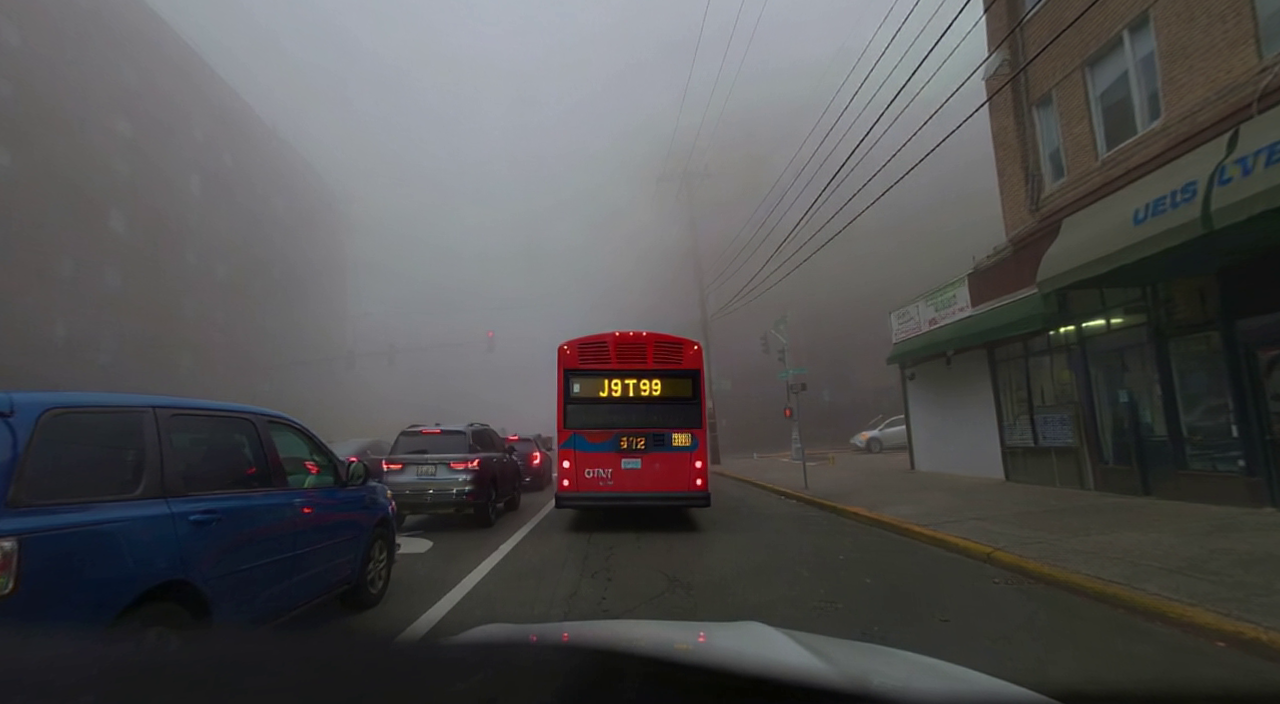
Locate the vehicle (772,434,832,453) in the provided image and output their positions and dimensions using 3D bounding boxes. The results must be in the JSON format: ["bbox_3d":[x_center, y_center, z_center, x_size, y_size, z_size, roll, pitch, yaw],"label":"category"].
[{"bbox_3d":[11.944,6.742,46.662,3.949,1.337,1.738,0,-9,-2],"label":"vehicle"}]

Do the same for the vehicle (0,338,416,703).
[{"bbox_3d":[-3.219,1.093,3.970,2.020,1.725,4.384,0,-8,0],"label":"vehicle"}]

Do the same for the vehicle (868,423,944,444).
[{"bbox_3d":[19.824,6.116,47.204,4.827,1.555,1.863,1,-9,-6],"label":"vehicle"}]

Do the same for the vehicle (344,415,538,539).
[{"bbox_3d":[-3.342,2.207,11.792,2.096,1.828,4.669,0,-8,0],"label":"vehicle"}]

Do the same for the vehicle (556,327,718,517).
[{"bbox_3d":[-0.301,1.996,16.584,2.938,3.468,9.972,0,-9,-3],"label":"vehicle"}]
